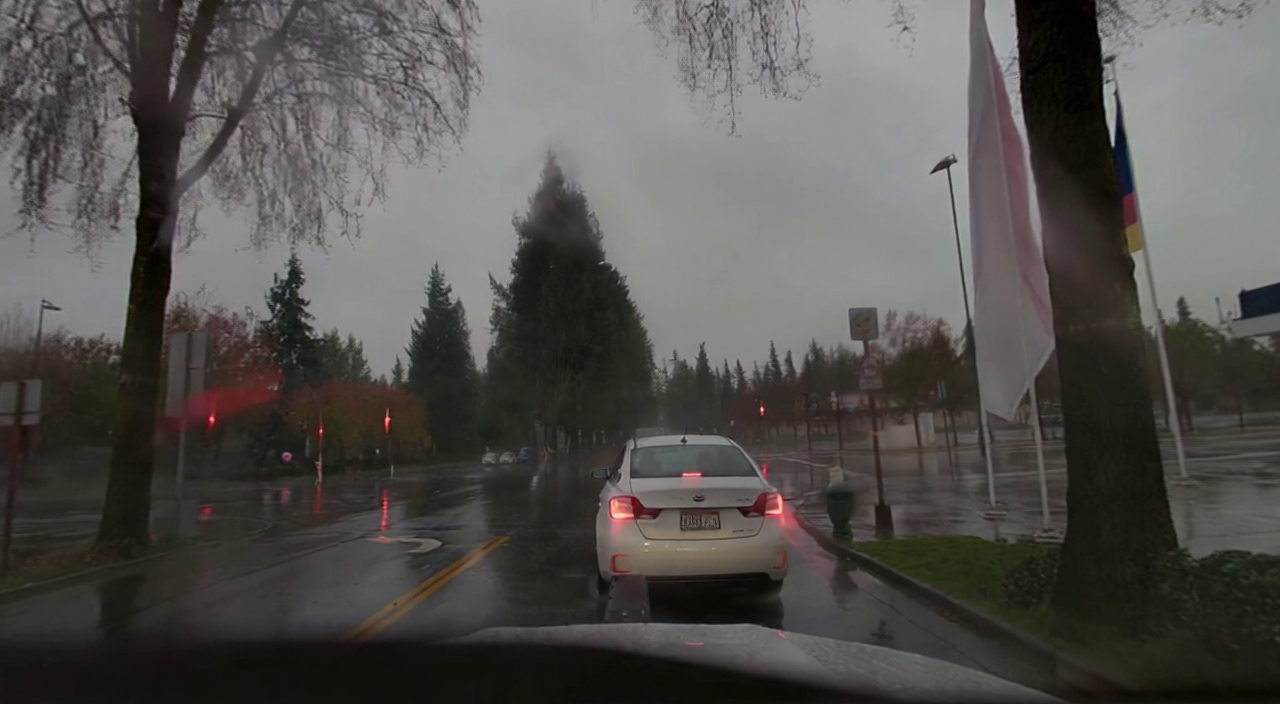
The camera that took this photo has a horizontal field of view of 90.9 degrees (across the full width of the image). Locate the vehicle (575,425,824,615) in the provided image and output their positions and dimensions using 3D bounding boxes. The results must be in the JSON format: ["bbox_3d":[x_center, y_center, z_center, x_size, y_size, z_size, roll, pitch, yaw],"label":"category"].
[{"bbox_3d":[0.383,1.617,6.896,1.985,1.463,3.647,0,-9,-3],"label":"vehicle"}]

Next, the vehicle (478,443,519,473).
[{"bbox_3d":[-9.996,7.500,44.802,2.212,1.948,4.537,0,-9,-6],"label":"vehicle"}]
